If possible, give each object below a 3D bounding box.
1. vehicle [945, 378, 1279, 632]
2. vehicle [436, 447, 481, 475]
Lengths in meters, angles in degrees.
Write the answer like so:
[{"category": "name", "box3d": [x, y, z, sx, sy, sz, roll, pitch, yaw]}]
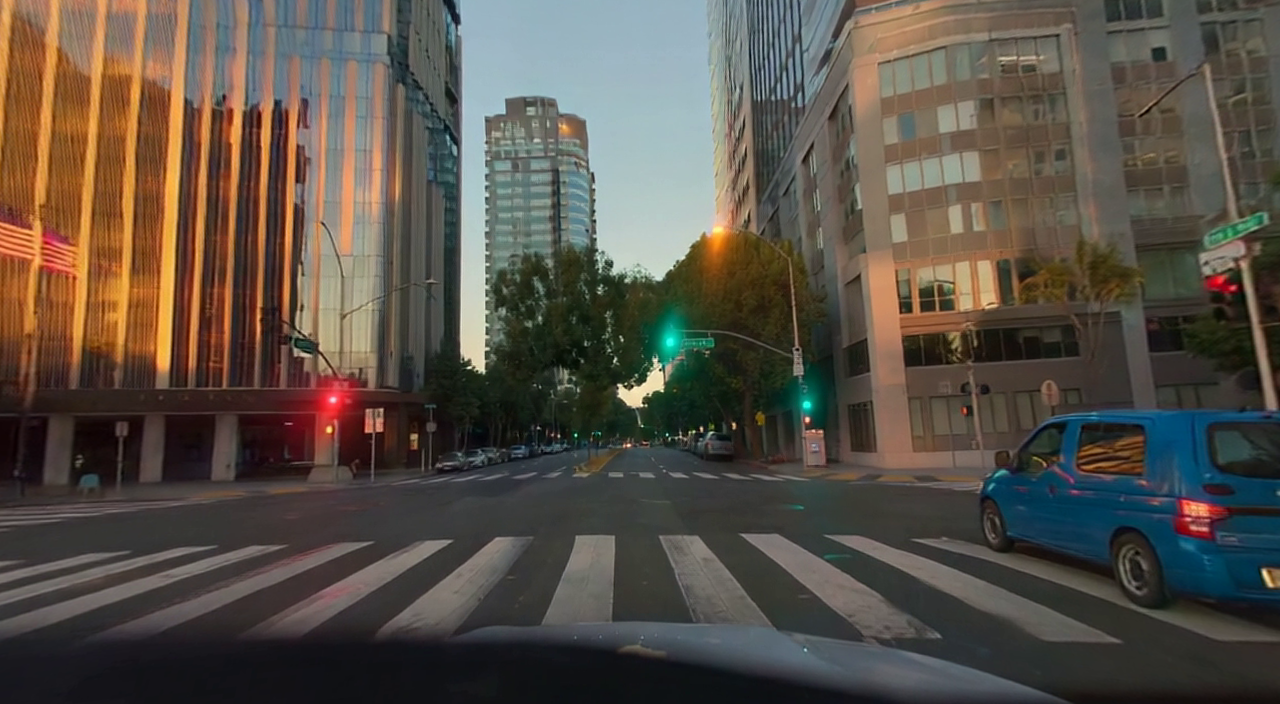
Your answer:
[{"category": "vehicle", "box3d": [5.595, 1.435, 6.896, 2.070, 1.804, 4.881, 0, -8, 0]}, {"category": "vehicle", "box3d": [-12.414, 7.451, 43.419, 1.935, 1.639, 4.244, -3, -8, -2]}]
